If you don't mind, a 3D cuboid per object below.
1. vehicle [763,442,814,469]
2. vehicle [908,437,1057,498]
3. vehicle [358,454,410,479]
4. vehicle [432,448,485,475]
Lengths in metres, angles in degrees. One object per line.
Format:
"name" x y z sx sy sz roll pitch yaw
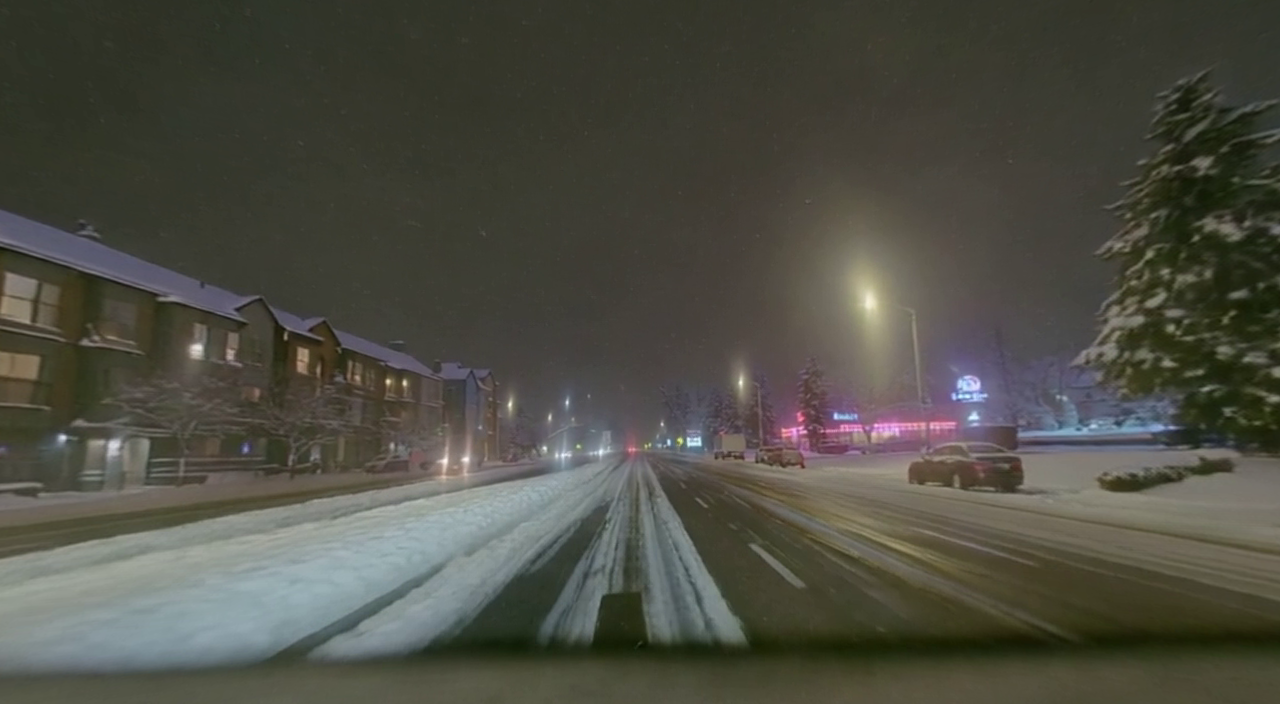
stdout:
"vehicle" 10.150 7.122 43.553 2.183 1.698 5.010 1 -9 -2
"vehicle" 10.589 3.591 20.054 2.078 1.688 4.557 1 -9 -2
"vehicle" -19.190 8.557 47.523 2.167 1.700 4.406 -1 -8 -1
"vehicle" -12.331 7.442 43.293 2.262 1.732 4.501 0 -9 0
